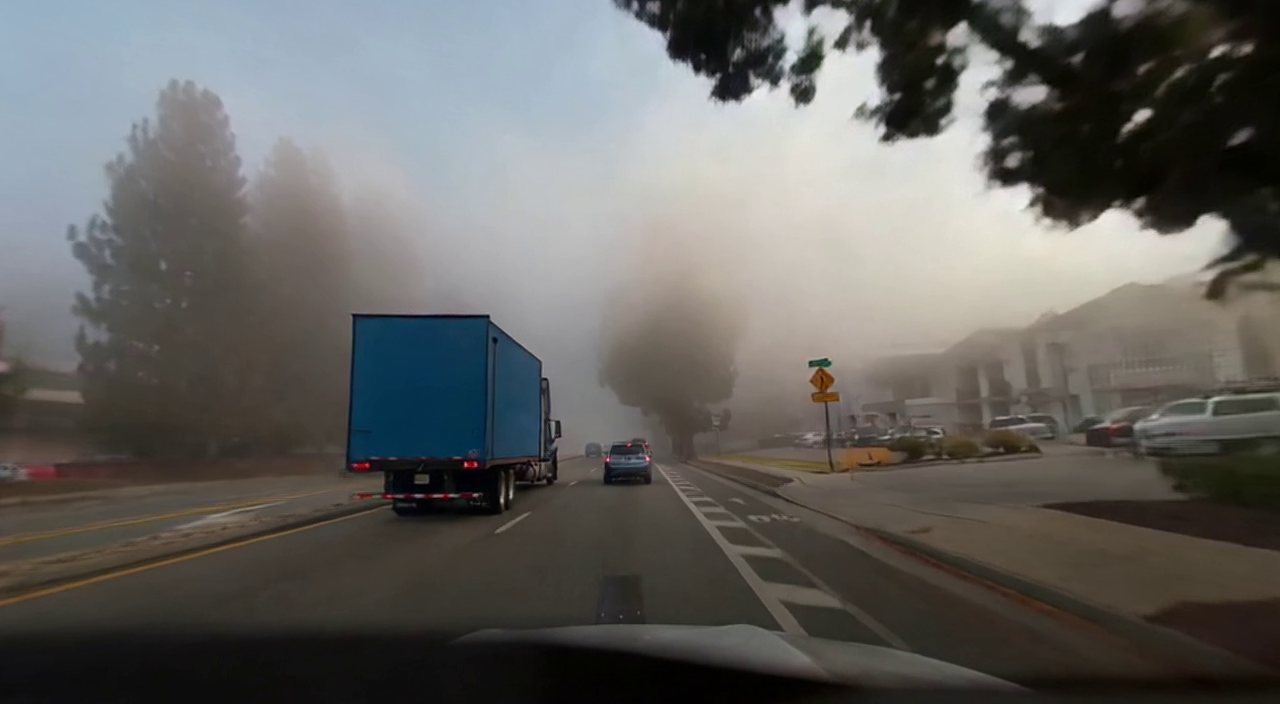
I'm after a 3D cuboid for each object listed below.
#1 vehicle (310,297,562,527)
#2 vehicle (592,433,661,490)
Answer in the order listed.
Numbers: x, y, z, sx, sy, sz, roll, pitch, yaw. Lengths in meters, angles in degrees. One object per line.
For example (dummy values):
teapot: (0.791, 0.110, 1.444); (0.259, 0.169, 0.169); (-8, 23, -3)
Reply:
vehicle: (-4.062, 1.749, 15.934); (2.996, 3.902, 10.410); (0, -9, -1)
vehicle: (-0.445, 3.600, 21.004); (2.094, 1.682, 3.866); (0, -9, -1)
